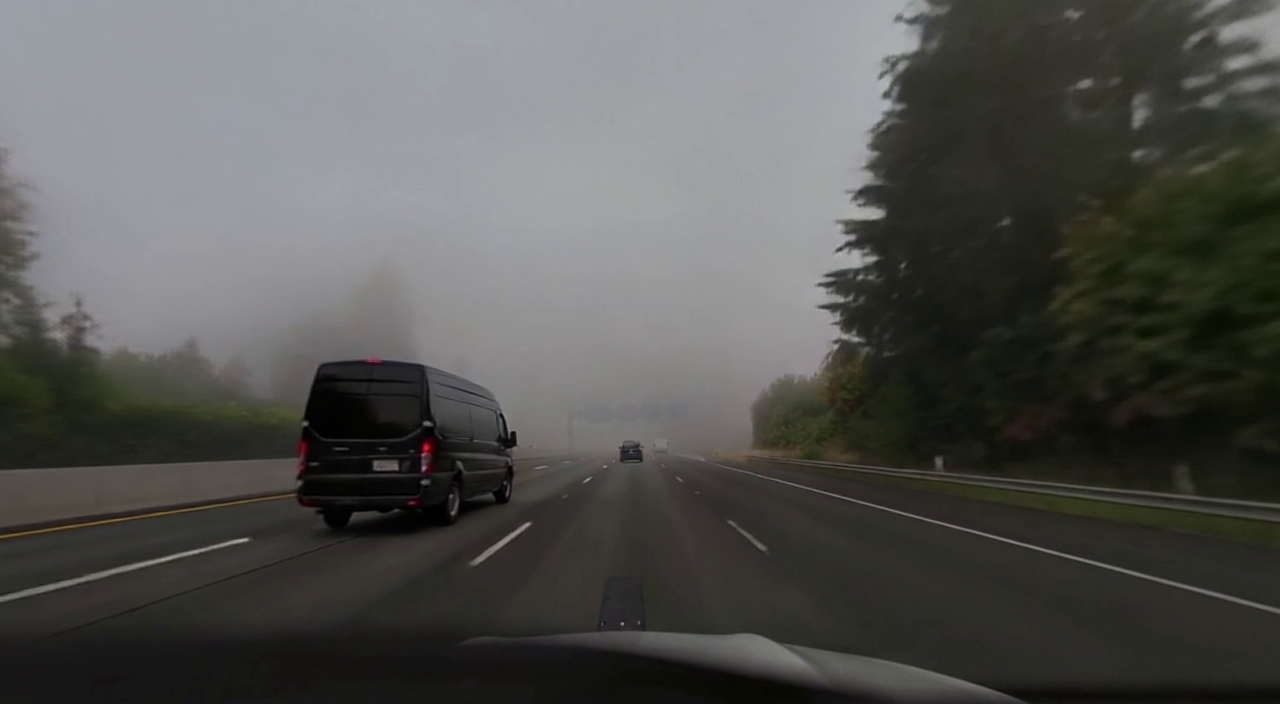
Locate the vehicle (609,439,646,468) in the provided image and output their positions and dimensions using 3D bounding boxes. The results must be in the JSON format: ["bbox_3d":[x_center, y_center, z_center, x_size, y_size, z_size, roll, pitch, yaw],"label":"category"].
[{"bbox_3d":[-0.714,6.340,39.499,2.183,1.662,3.968,0,-9,1],"label":"vehicle"}]

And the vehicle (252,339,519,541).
[{"bbox_3d":[-4.016,1.626,11.614,2.382,2.736,5.982,0,-9,0],"label":"vehicle"}]
